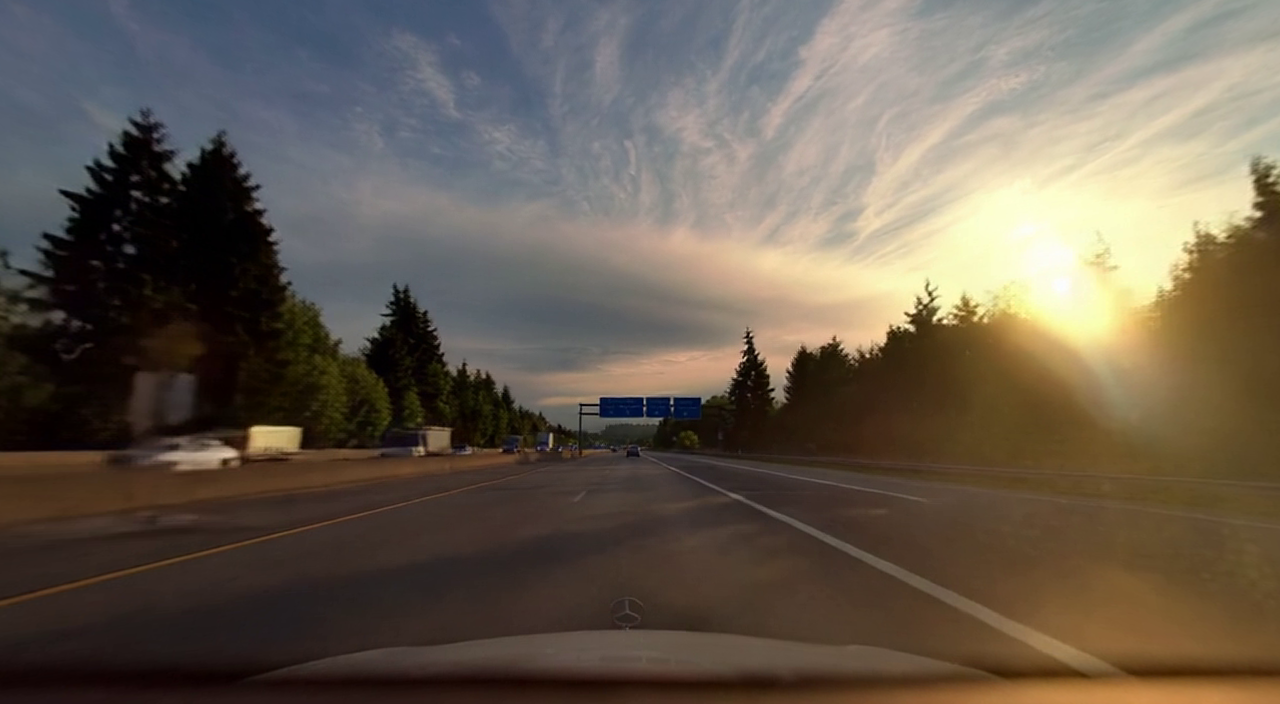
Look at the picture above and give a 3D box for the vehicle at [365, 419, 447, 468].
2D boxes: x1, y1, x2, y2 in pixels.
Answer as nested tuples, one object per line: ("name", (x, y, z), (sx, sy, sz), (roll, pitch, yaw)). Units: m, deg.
("vehicle", (-12.355, 4.943, 33.772), (2.239, 2.369, 5.555), (0, -9, 0))
